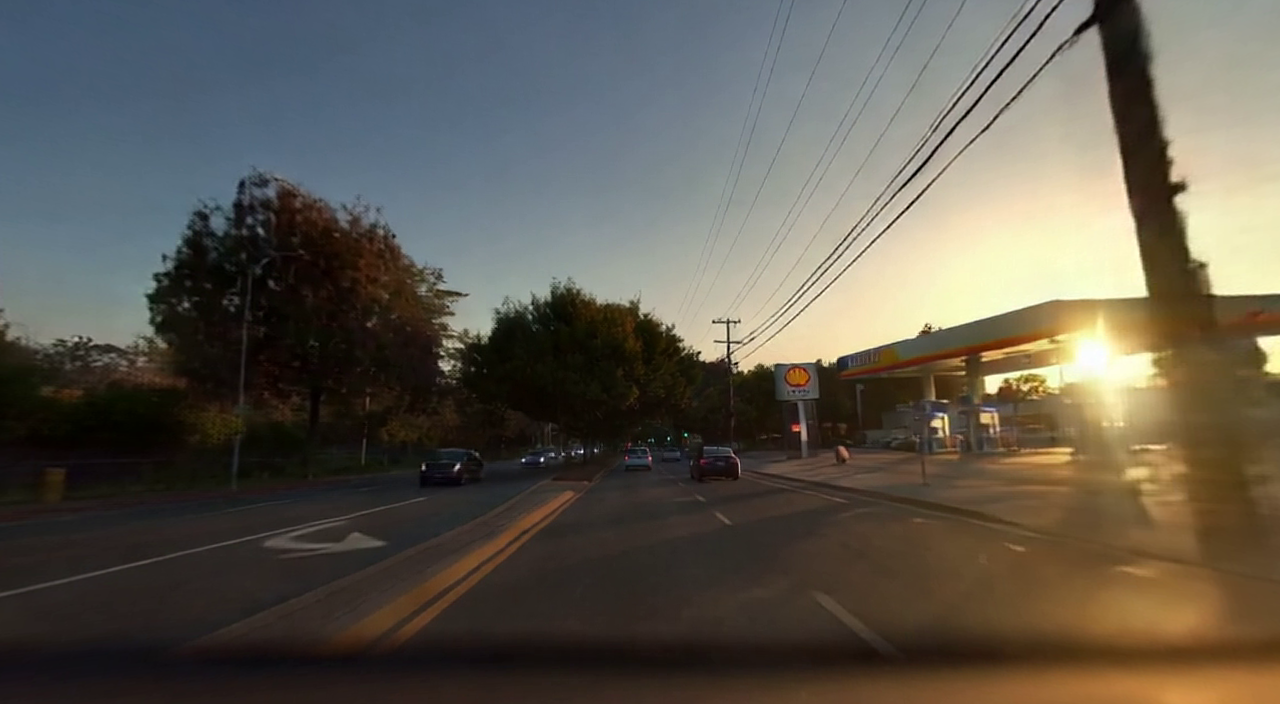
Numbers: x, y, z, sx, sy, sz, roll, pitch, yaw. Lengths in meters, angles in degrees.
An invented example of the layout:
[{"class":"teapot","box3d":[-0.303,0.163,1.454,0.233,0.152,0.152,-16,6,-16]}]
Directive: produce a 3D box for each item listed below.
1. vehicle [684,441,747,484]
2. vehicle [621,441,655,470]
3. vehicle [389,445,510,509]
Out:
[{"class":"vehicle","box3d":[3.001,4.523,26.130,1.990,1.592,4.294,0,-8,-1]},{"class":"vehicle","box3d":[-0.165,7.010,43.070,2.163,1.825,4.073,0,-8,-1]},{"class":"vehicle","box3d":[-5.007,3.327,17.365,2.032,1.487,4.413,0,-8,-1]}]
